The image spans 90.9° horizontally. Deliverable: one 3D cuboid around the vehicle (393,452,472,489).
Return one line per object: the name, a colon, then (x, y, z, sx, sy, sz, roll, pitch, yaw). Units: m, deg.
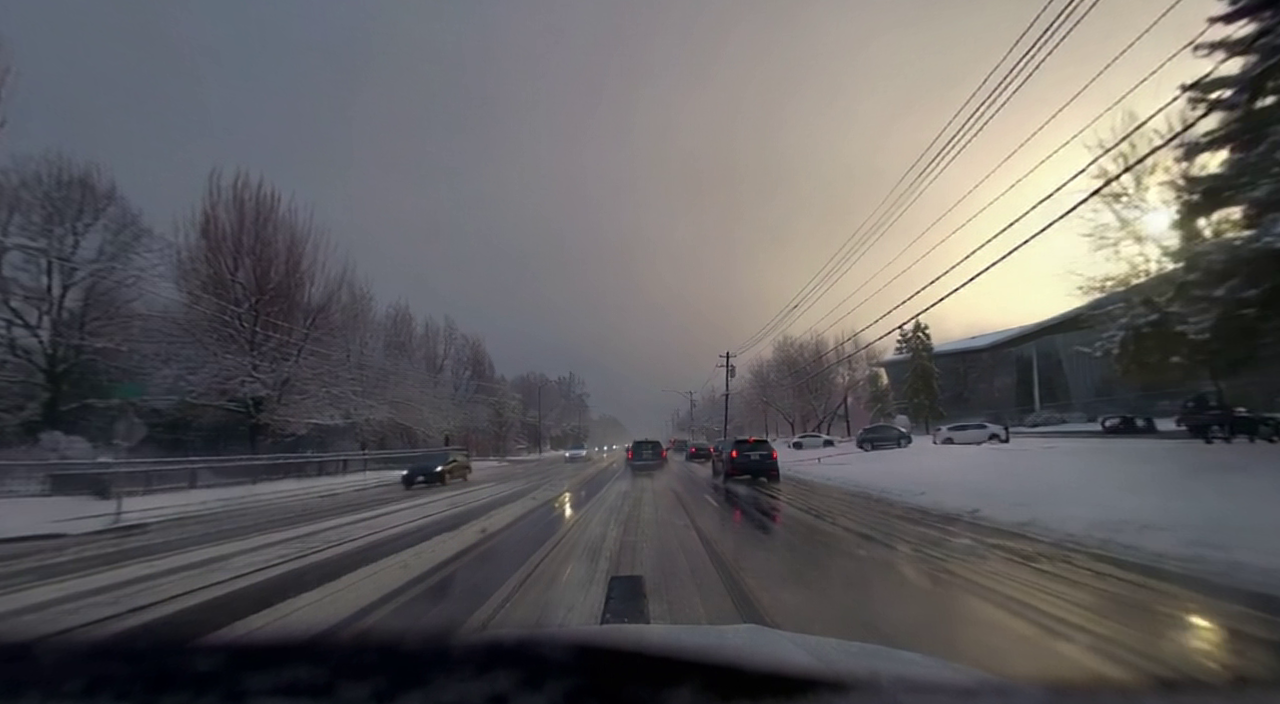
vehicle: (-9.482, 5.426, 29.205, 2.040, 1.507, 4.598, 0, -8, 1)

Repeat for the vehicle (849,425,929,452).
vehicle: (16.294, 5.678, 41.357, 4.392, 1.709, 2.002, 0, -9, -1)

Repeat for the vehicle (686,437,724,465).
vehicle: (4.214, 6.530, 41.582, 2.024, 1.711, 4.512, 0, -8, 0)

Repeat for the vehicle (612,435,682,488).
vehicle: (0.245, 3.759, 21.951, 2.200, 1.653, 4.127, 0, -8, 1)

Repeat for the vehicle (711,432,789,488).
vehicle: (3.602, 3.626, 21.420, 1.914, 1.698, 4.049, 0, -8, 0)
